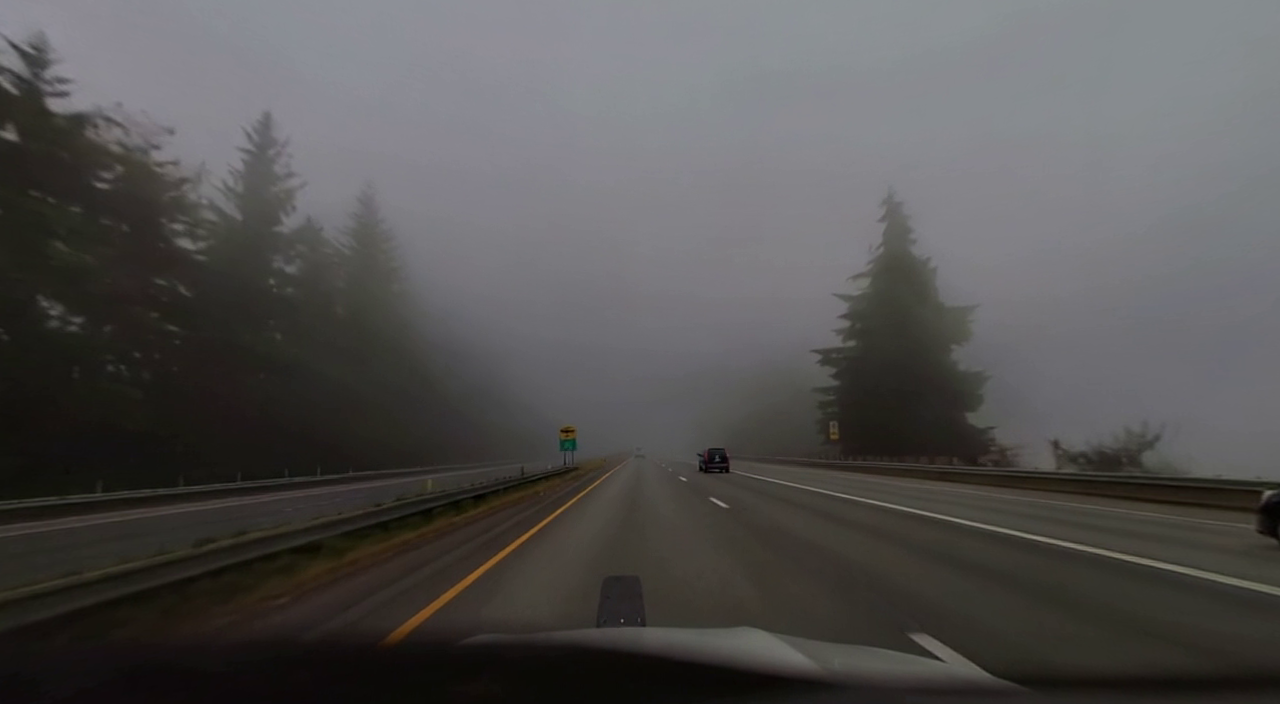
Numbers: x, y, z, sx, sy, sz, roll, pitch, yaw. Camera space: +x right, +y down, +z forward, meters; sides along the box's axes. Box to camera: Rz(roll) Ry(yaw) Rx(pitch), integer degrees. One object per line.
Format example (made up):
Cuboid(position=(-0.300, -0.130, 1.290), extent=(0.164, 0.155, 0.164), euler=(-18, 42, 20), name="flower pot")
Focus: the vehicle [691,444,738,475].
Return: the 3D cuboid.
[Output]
Cuboid(position=(4.155, 6.097, 35.855), extent=(2.058, 1.605, 4.116), euler=(0, -9, -2), name="vehicle")
